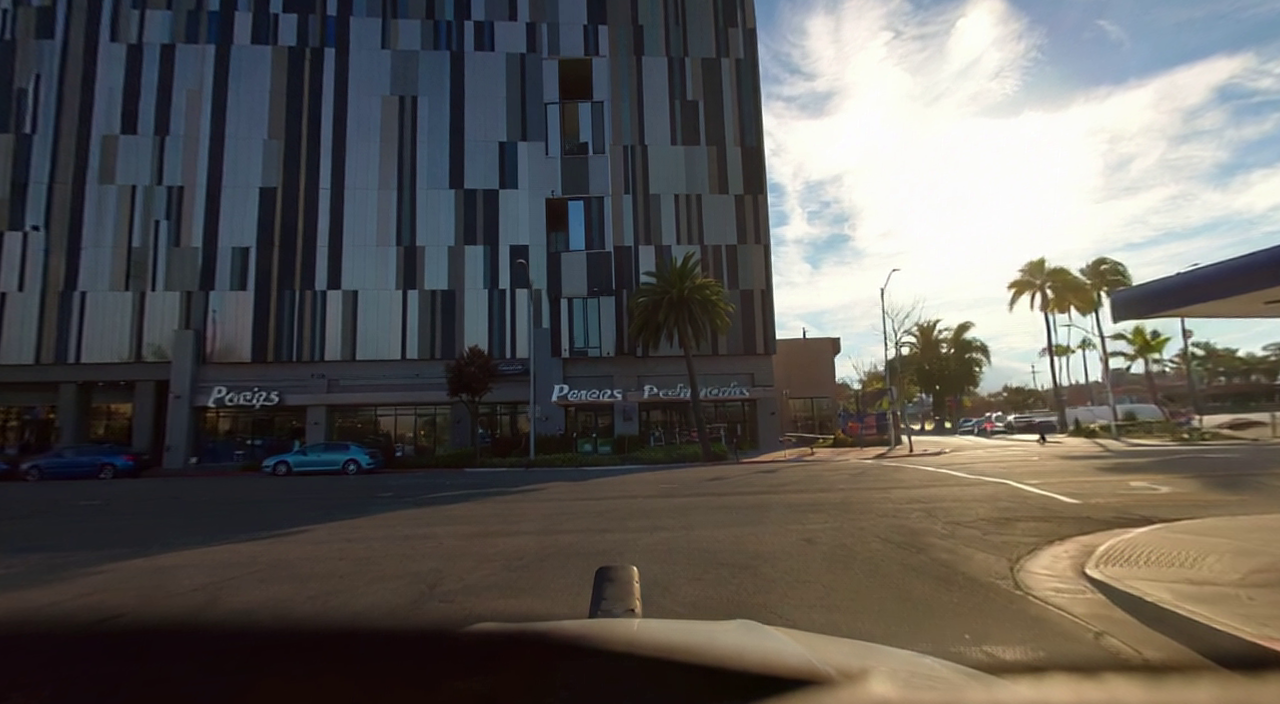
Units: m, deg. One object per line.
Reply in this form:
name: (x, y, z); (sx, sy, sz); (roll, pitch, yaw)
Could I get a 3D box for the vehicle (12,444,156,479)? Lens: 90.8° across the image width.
vehicle: (-23.608, 4.667, 26.948); (4.321, 1.430, 1.775); (0, -9, -2)

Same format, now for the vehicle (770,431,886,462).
vehicle: (8.599, 4.372, 29.098); (4.782, 1.371, 1.763); (1, -9, -5)

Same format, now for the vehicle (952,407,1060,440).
vehicle: (28.582, 5.604, 49.482); (7.026, 2.329, 2.545); (1, -6, -4)

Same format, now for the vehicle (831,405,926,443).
vehicle: (16.128, 4.931, 42.912); (5.524, 2.504, 2.196); (1, -9, -3)

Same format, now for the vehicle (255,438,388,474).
vehicle: (-13.929, 4.570, 27.799); (4.857, 1.497, 1.811); (0, -9, 2)
